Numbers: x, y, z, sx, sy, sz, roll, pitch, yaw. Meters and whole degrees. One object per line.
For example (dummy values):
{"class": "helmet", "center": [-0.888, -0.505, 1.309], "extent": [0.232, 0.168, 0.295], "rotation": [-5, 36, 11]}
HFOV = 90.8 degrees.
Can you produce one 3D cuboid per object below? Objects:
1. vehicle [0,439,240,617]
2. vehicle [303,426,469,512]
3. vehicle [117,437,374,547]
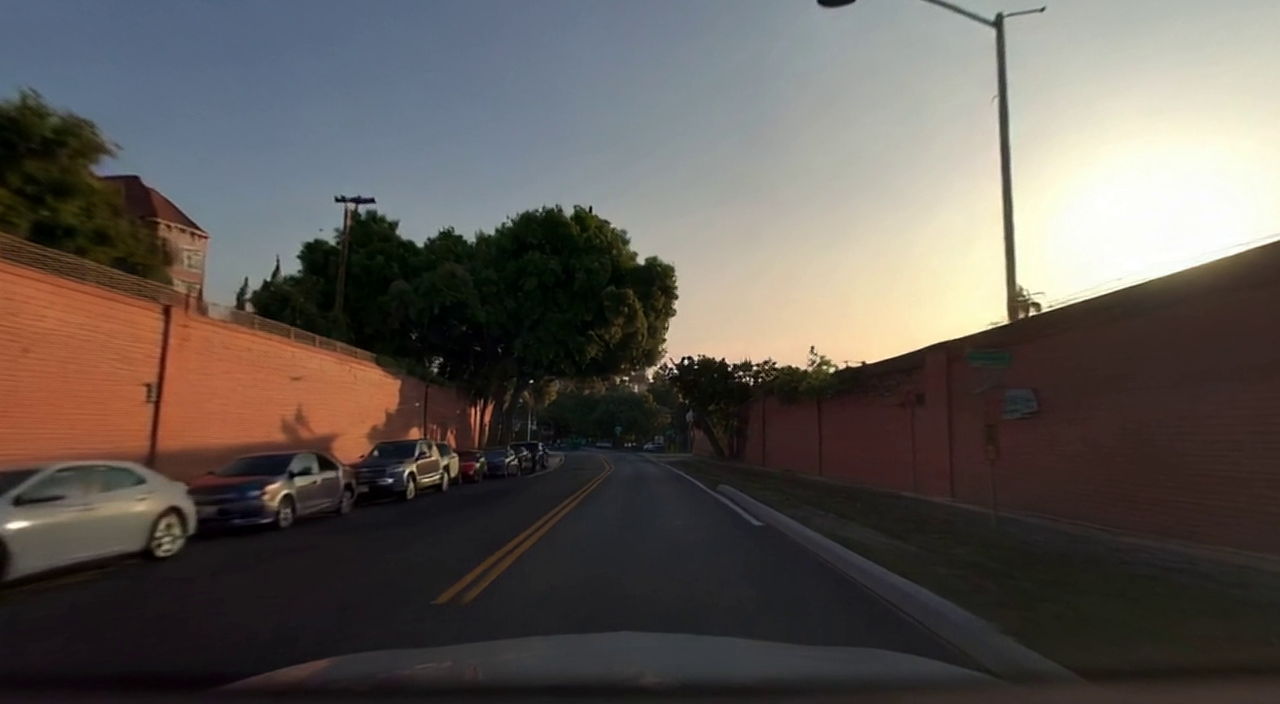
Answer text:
{"class": "vehicle", "center": [-6.664, 1.728, 6.780], "extent": [1.989, 1.485, 4.218], "rotation": [1, -7, -1]}
{"class": "vehicle", "center": [-6.517, 3.074, 17.138], "extent": [2.150, 1.854, 5.551], "rotation": [2, -9, 0]}
{"class": "vehicle", "center": [-6.674, 2.350, 11.385], "extent": [1.794, 1.544, 4.229], "rotation": [1, -8, 1]}
